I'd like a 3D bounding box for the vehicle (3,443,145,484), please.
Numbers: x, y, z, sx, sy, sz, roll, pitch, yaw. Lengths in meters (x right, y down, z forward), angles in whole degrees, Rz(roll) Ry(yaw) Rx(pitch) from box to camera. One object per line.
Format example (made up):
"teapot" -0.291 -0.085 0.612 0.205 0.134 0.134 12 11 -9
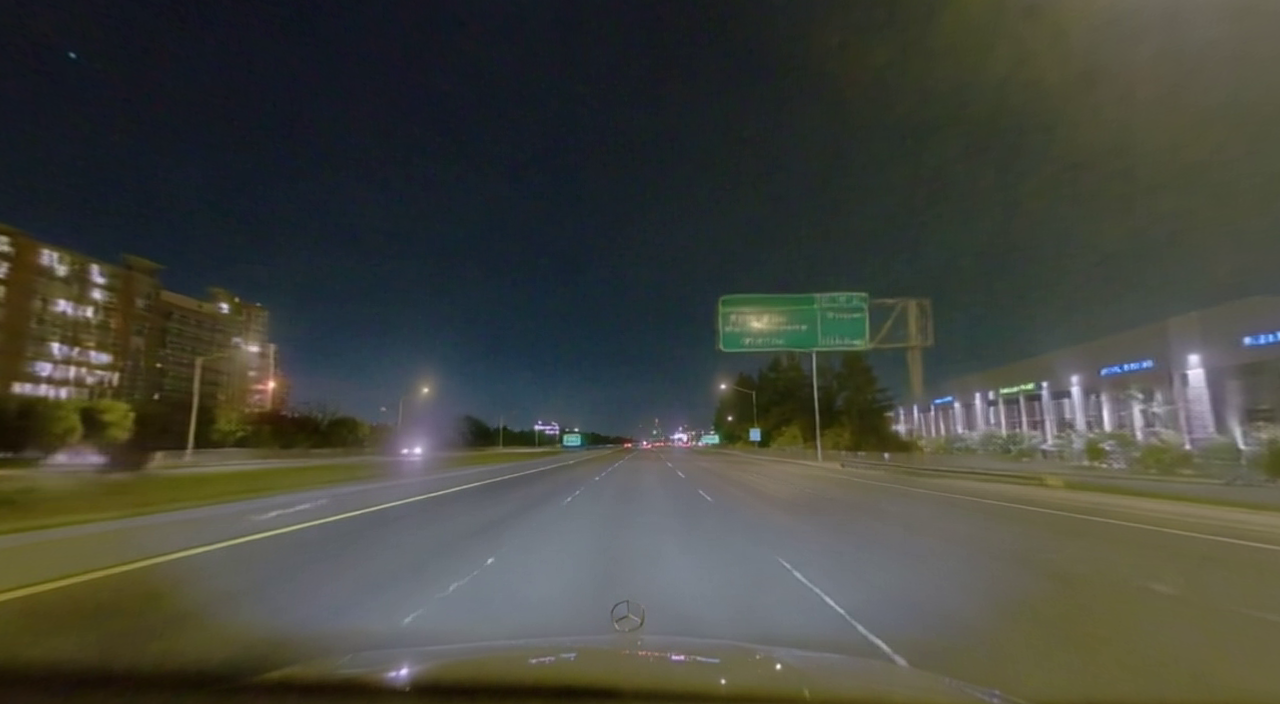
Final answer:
"vehicle" -23.900 4.692 26.841 1.875 1.547 4.382 0 -9 1
